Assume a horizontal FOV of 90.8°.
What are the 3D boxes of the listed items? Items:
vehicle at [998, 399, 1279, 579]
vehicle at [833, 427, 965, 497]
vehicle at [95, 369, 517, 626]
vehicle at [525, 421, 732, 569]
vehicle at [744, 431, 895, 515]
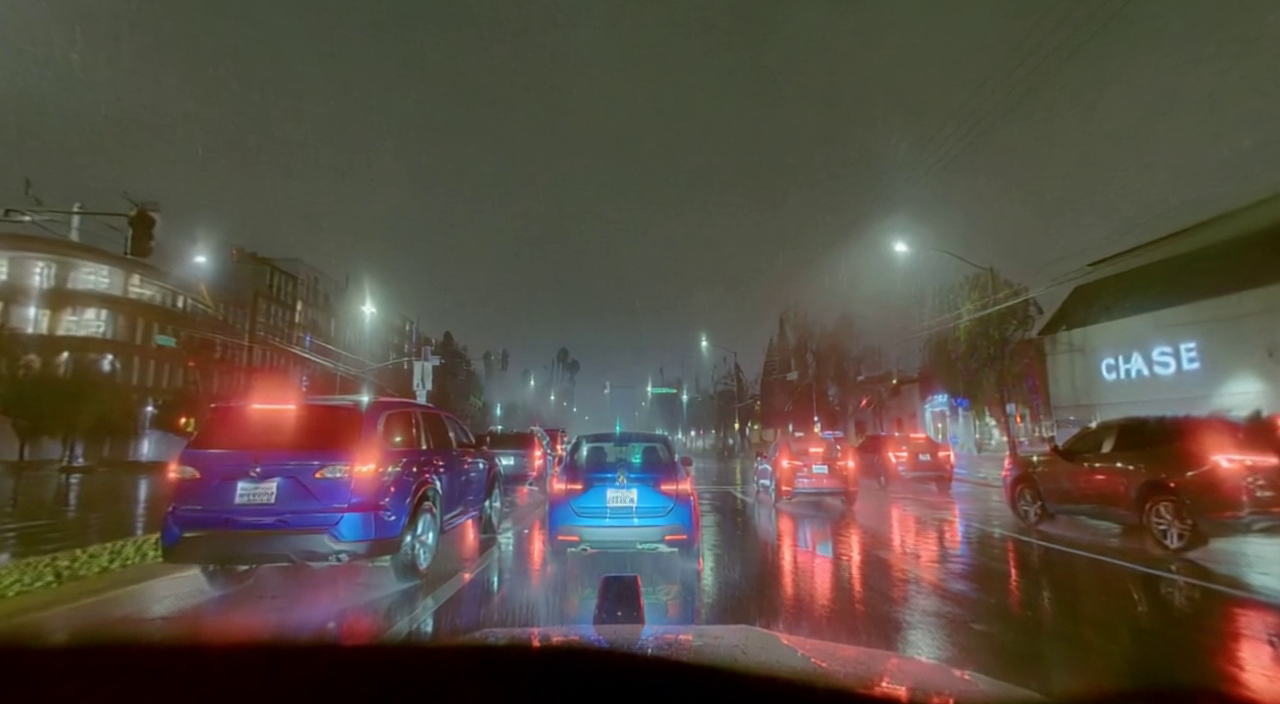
[{"bbox_3d":[7.241,1.668,8.432,2.068,1.731,4.752,0,-8,-1],"label":"vehicle"},{"bbox_3d":[7.035,3.026,17.701,1.894,1.693,4.110,0,-8,-1],"label":"vehicle"},{"bbox_3d":[-2.852,1.384,6.969,2.064,1.825,4.760,0,-8,-1],"label":"vehicle"},{"bbox_3d":[-0.152,1.748,8.461,2.097,1.480,4.006,0,-8,-1],"label":"vehicle"},{"bbox_3d":[3.591,2.501,13.594,1.861,1.473,4.393,0,-8,-1],"label":"vehicle"}]
